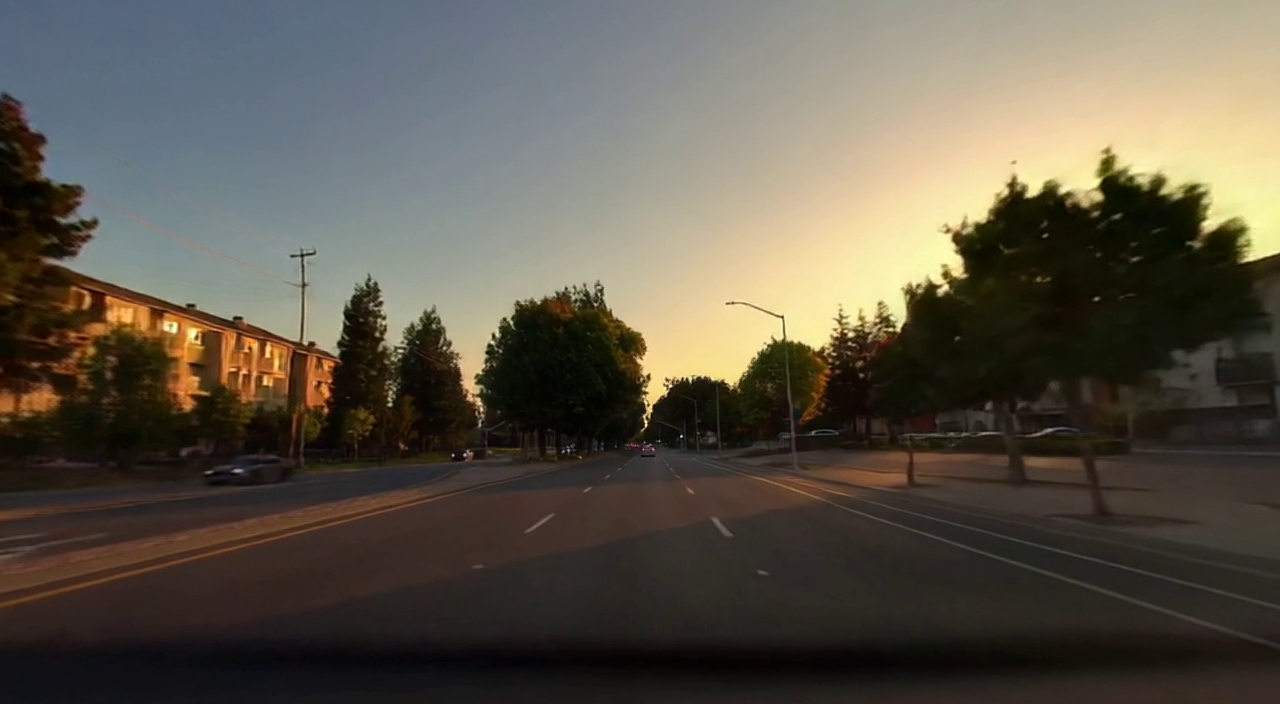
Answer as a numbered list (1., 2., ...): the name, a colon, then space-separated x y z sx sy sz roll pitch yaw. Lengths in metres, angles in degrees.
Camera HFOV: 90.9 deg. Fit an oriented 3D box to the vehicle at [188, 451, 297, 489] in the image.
1. vehicle: -18.308 5.428 29.336 1.874 1.467 4.649 -2 -8 3
